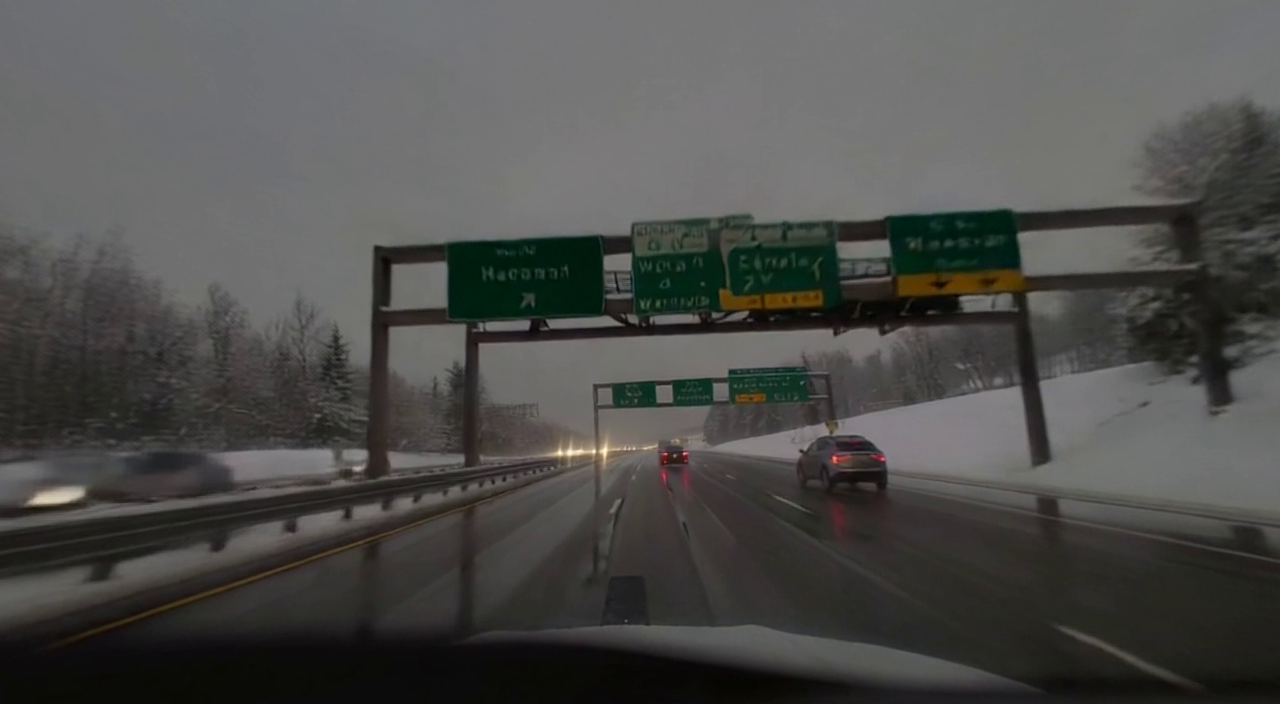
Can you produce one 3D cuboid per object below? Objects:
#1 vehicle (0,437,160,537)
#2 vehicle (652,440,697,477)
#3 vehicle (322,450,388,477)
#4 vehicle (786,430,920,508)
[{"bbox_3d":[-10.890,2.260,10.844,1.904,1.548,4.097,0,-8,1],"label":"vehicle"},{"bbox_3d":[1.369,4.322,25.774,1.683,1.400,3.868,0,-8,2],"label":"vehicle"},{"bbox_3d":[-17.855,6.990,39.667,1.855,1.543,4.820,0,-8,1],"label":"vehicle"},{"bbox_3d":[4.846,2.706,15.035,1.770,1.566,4.282,0,-8,1],"label":"vehicle"}]
